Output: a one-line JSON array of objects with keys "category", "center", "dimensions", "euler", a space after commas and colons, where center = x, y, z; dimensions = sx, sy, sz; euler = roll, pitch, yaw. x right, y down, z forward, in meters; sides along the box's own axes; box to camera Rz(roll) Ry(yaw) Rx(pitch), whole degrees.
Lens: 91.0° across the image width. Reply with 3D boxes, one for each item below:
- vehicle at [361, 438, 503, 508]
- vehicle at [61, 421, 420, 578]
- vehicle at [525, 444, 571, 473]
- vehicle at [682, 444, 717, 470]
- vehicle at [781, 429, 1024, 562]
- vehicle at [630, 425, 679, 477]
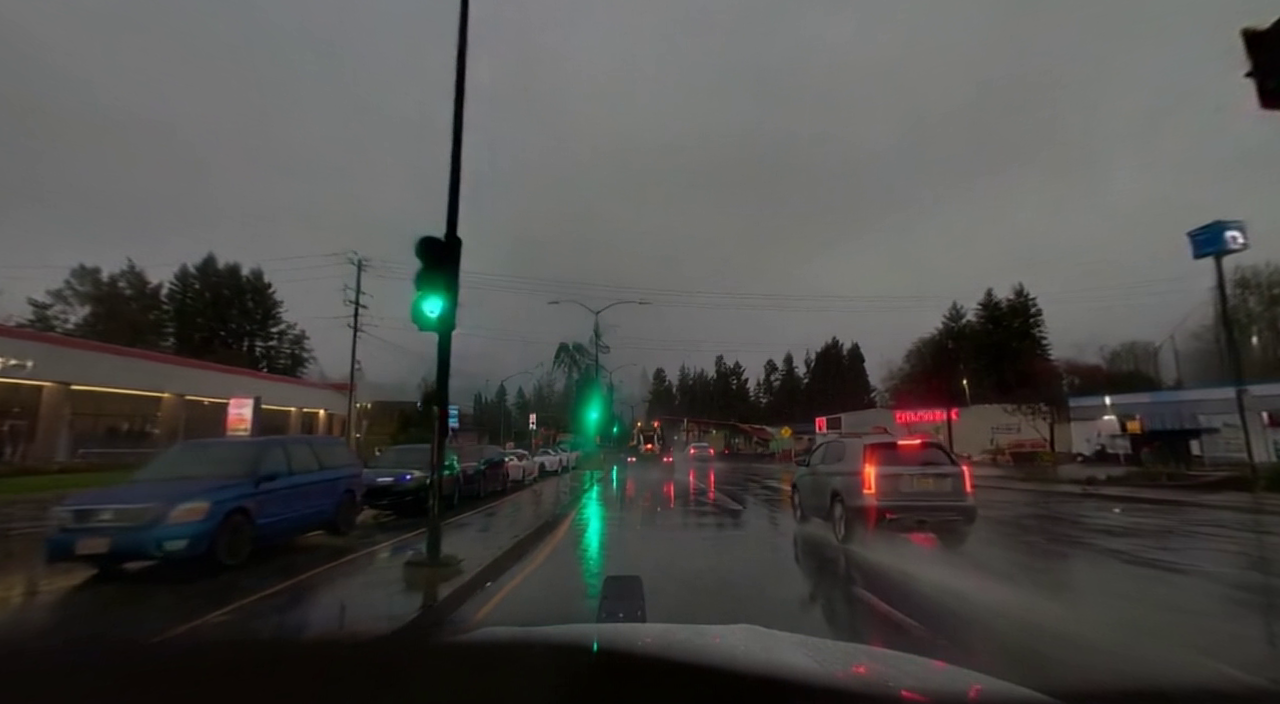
[{"category": "vehicle", "center": [-4.895, 2.905, 15.621], "dimensions": [1.958, 1.473, 4.540], "euler": [0, -9, 0]}, {"category": "vehicle", "center": [-4.671, 1.767, 8.377], "dimensions": [2.001, 1.518, 4.316], "euler": [0, -9, -1]}, {"category": "vehicle", "center": [-5.002, 5.876, 34.894], "dimensions": [1.922, 1.506, 4.302], "euler": [0, -9, -1]}, {"category": "vehicle", "center": [4.236, 7.564, 45.609], "dimensions": [2.025, 1.754, 4.311], "euler": [0, -9, -1]}, {"category": "vehicle", "center": [3.666, 2.057, 9.749], "dimensions": [2.025, 1.618, 3.949], "euler": [0, -9, 0]}, {"category": "vehicle", "center": [0.750, 5.660, 36.525], "dimensions": [2.566, 2.705, 6.350], "euler": [-1, -7, 0]}]
